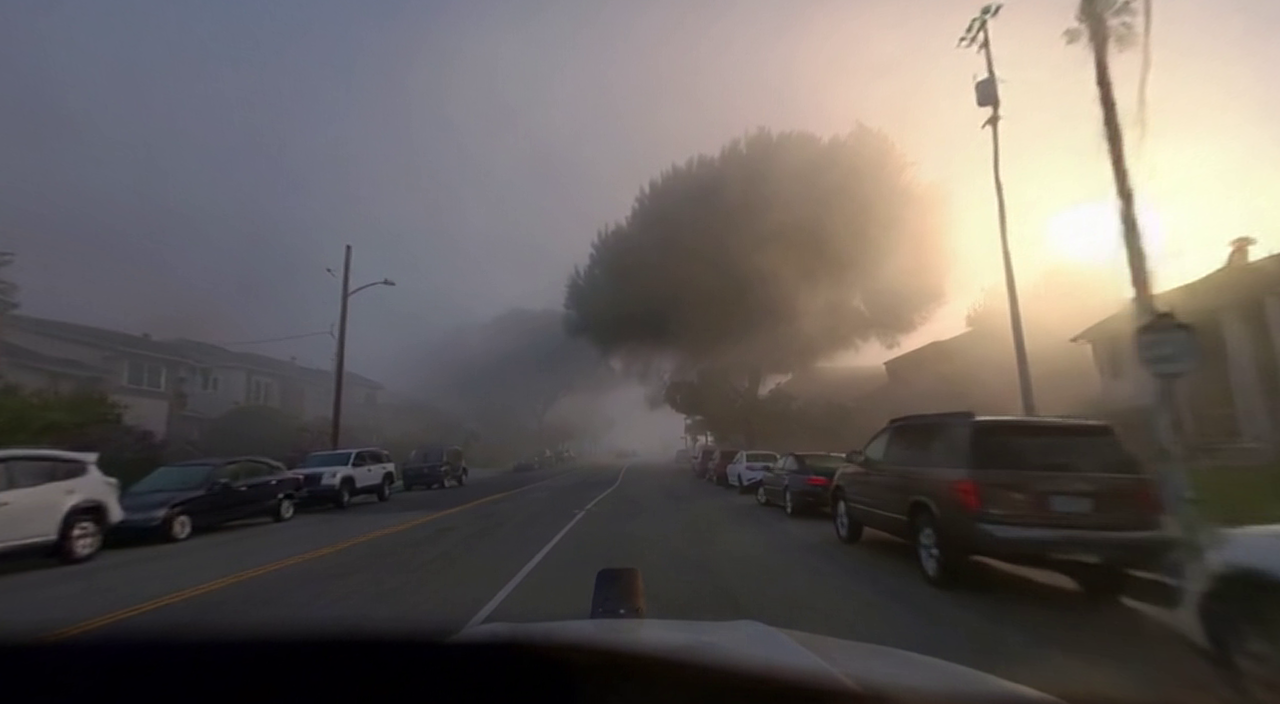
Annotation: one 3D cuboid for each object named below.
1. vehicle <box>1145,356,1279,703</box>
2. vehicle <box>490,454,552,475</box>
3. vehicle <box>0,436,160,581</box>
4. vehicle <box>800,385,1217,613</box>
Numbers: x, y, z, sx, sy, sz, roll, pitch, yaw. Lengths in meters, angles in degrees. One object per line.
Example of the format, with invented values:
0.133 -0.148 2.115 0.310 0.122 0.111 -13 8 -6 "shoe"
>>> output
3.613 0.630 1.124 1.899 1.669 4.259 0 -8 1 "vehicle"
-9.148 8.629 48.599 4.419 1.486 1.808 3 -9 -21 "vehicle"
-9.179 1.997 8.305 4.081 1.752 1.871 3 -9 -21 "vehicle"
3.772 1.597 7.857 2.121 1.929 4.763 0 -8 -3 "vehicle"
